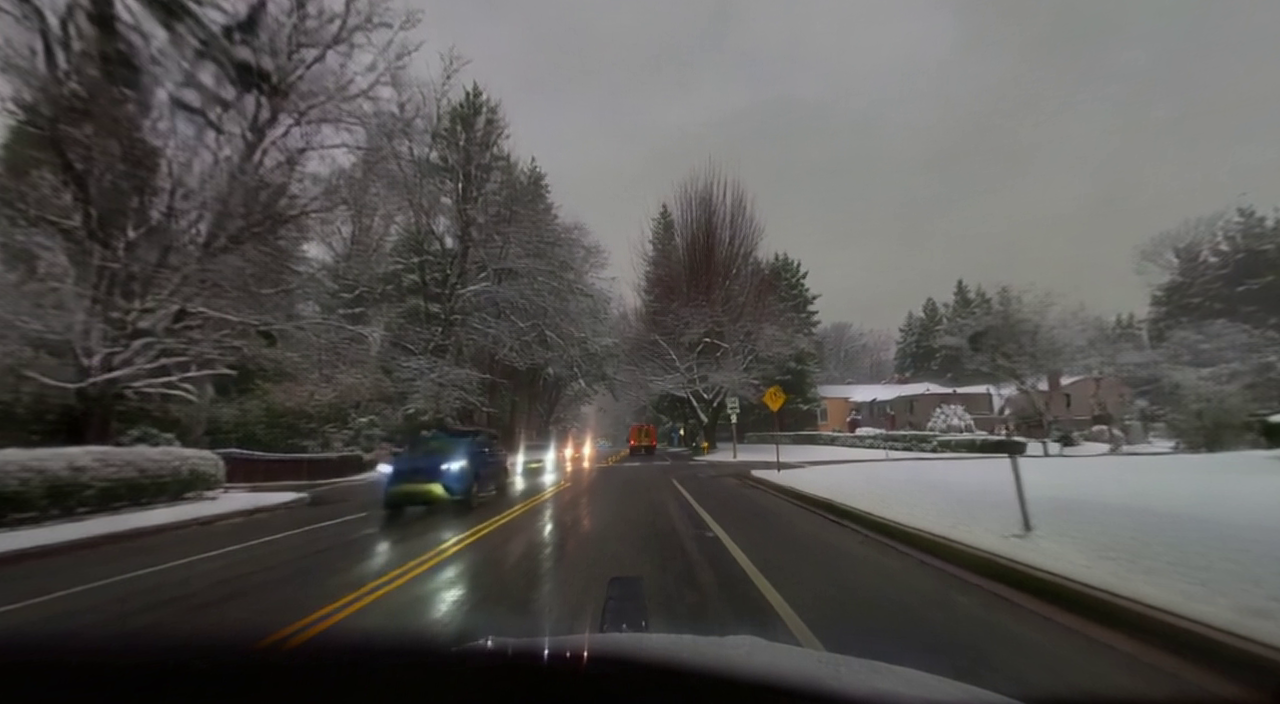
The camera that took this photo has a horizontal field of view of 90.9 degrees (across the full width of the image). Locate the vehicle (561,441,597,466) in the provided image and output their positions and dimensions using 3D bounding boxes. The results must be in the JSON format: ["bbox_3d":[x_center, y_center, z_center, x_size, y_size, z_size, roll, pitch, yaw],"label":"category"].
[{"bbox_3d":[-4.018,6.727,41.990,1.979,1.532,4.212,0,-8,0],"label":"vehicle"}]

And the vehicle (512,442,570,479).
[{"bbox_3d":[-4.268,4.704,27.766,1.862,1.491,4.266,0,-8,0],"label":"vehicle"}]

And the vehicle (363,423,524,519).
[{"bbox_3d":[-4.236,2.638,14.579,2.134,1.821,4.719,0,-8,1],"label":"vehicle"}]
